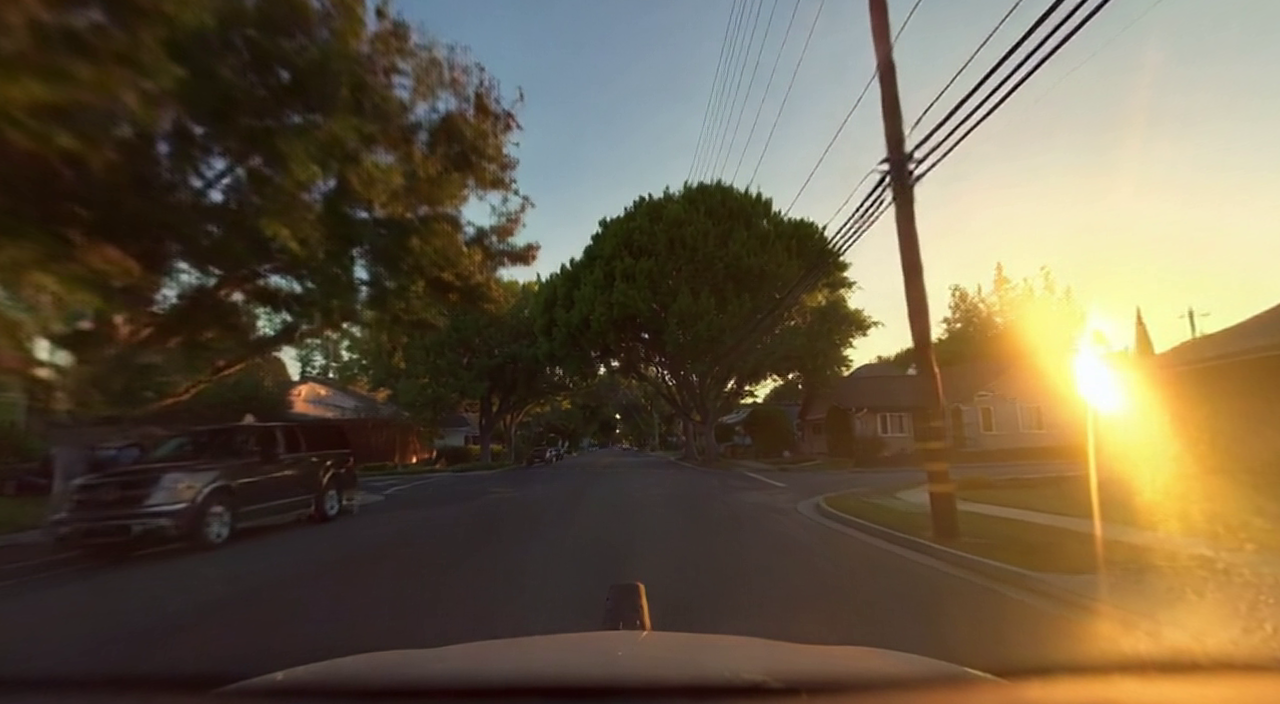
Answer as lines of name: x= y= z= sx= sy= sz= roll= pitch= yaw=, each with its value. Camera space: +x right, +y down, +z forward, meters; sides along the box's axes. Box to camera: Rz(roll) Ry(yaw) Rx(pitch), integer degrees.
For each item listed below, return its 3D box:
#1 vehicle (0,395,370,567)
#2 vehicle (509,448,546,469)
vehicle: x=-7.410 y=2.183 z=11.360 sx=2.739 sy=2.164 sz=6.065 roll=-1 pitch=-9 yaw=-4
vehicle: x=-8.689 y=8.239 z=49.114 sx=2.095 sy=1.491 sz=4.422 roll=0 pitch=-8 yaw=-1
